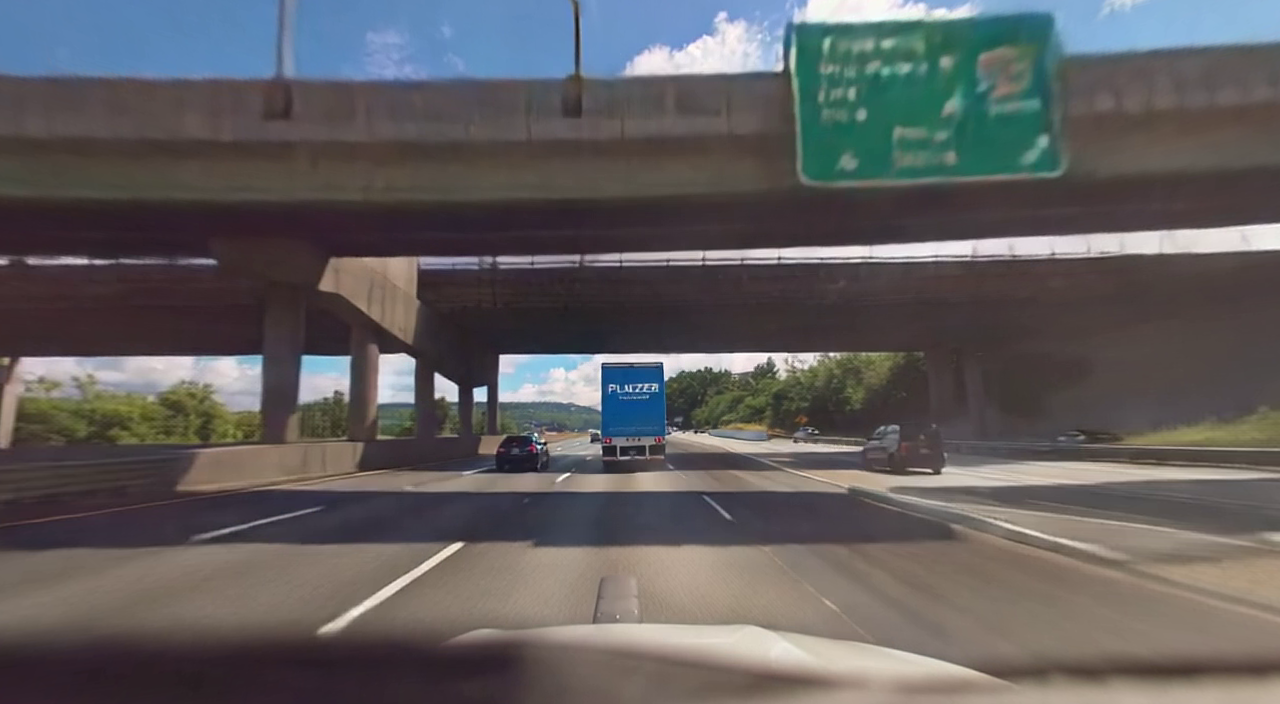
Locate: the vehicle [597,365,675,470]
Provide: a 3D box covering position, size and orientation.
[{"bbox_3d":[-0.356,3.262,29.841,2.926,3.959,11.818,0,-8,-2],"label":"vehicle"}]

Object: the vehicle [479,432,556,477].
[{"bbox_3d":[-4.279,3.627,22.626,1.943,1.446,4.158,0,-8,0],"label":"vehicle"}]

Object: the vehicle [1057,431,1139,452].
[{"bbox_3d":[33.084,6.469,45.533,4.591,1.466,1.973,-6,-10,37],"label":"vehicle"}]

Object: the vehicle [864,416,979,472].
[{"bbox_3d":[10.192,3.383,23.274,2.052,1.841,4.481,0,-8,-1],"label":"vehicle"}]
